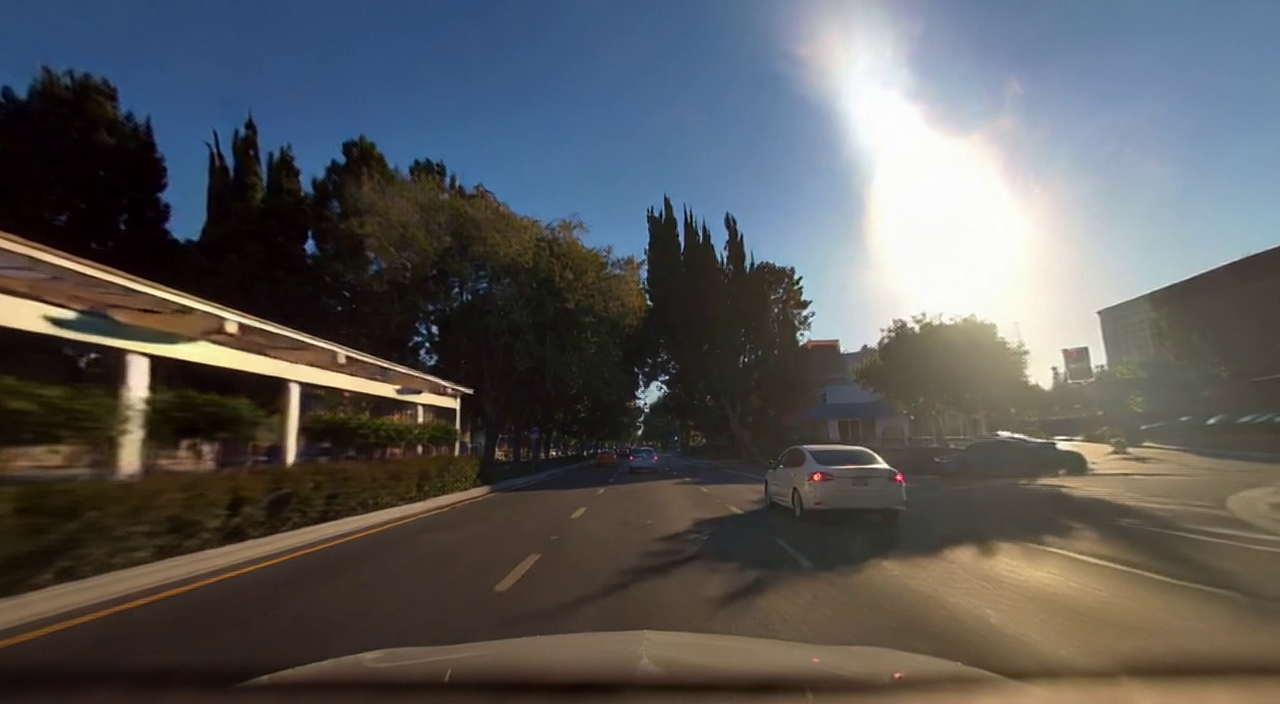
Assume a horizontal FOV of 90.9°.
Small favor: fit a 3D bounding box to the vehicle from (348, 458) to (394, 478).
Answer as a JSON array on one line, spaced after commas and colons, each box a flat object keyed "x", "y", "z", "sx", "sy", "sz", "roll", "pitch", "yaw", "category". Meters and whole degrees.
[{"x": -21.039, "y": 9.058, "z": 49.463, "sx": 1.708, "sy": 1.455, "sz": 4.281, "roll": 0, "pitch": -9, "yaw": 0, "category": "vehicle"}]

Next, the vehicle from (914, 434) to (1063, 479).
[{"x": 13.930, "y": 4.223, "z": 25.521, "sx": 4.718, "sy": 1.686, "sz": 2.272, "roll": -2, "pitch": -9, "yaw": 11, "category": "vehicle"}]

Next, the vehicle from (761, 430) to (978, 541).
[{"x": 3.576, "y": 2.158, "z": 10.862, "sx": 2.067, "sy": 1.497, "sz": 4.327, "roll": 0, "pitch": -9, "yaw": -1, "category": "vehicle"}]

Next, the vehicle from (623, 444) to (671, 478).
[{"x": 0.316, "y": 5.218, "z": 30.547, "sx": 2.144, "sy": 1.505, "sz": 4.128, "roll": 0, "pitch": -9, "yaw": 0, "category": "vehicle"}]
